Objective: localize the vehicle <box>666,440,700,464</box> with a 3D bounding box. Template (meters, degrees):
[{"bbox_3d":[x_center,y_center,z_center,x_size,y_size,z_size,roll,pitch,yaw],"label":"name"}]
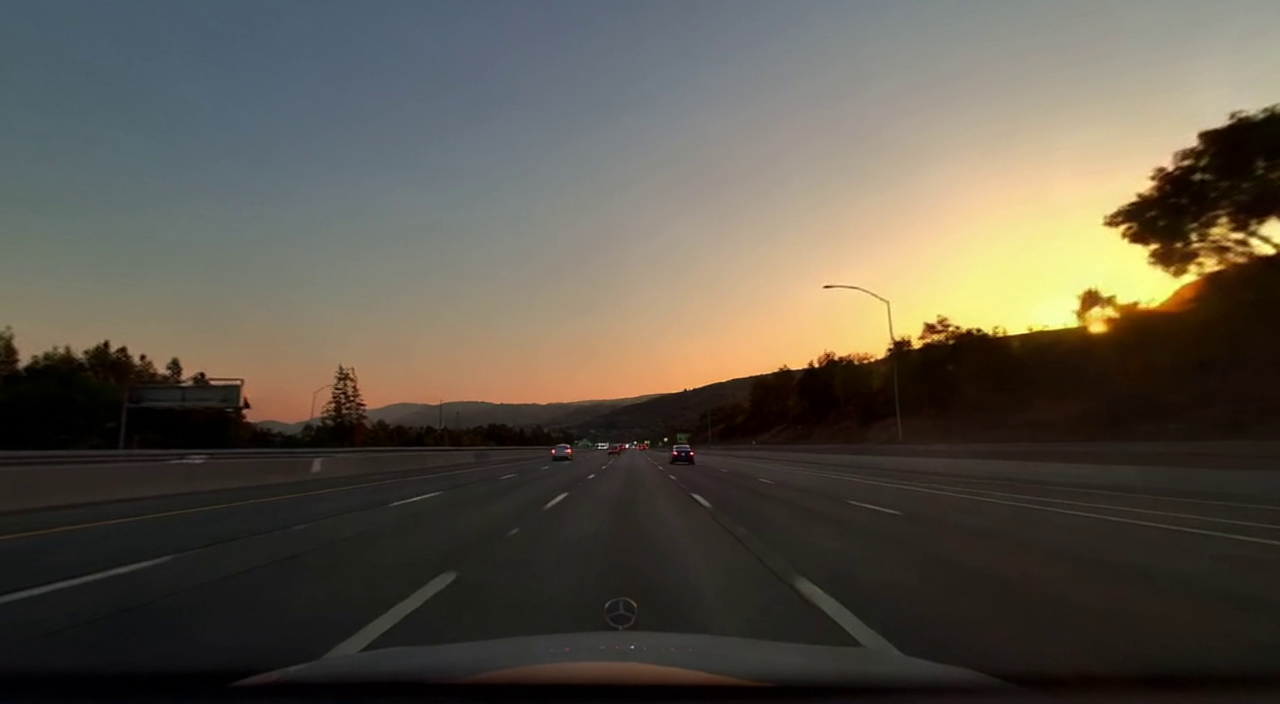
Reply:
[{"bbox_3d":[3.347,7.834,49.710,2.166,1.770,4.703,0,-9,-2],"label":"vehicle"}]
